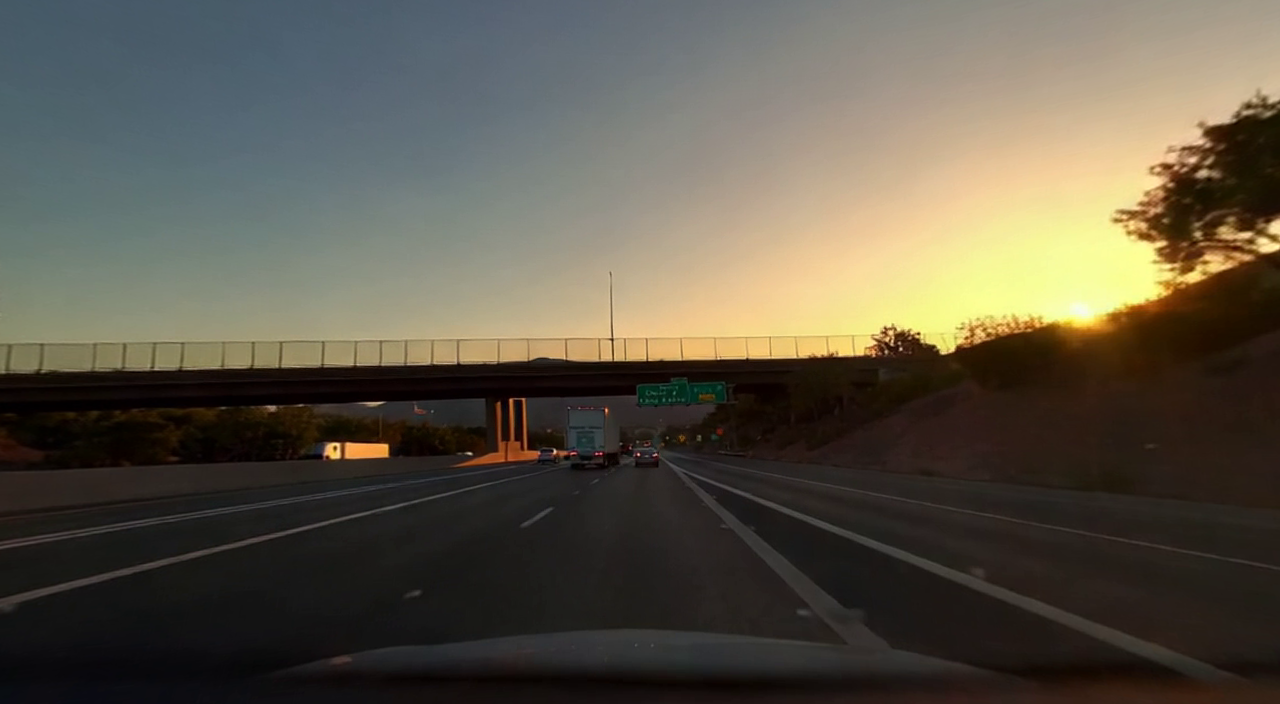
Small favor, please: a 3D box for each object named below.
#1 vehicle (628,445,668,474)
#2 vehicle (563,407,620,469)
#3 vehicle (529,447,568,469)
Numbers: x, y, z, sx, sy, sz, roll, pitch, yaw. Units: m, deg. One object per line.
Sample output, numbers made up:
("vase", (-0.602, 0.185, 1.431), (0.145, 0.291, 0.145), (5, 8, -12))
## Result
("vehicle", (0.394, 5.865, 34.688), (2.066, 1.469, 4.050), (0, -9, 0))
("vehicle", (-3.300, 6.377, 46.253), (3.053, 3.948, 11.288), (0, -9, 1))
("vehicle", (-6.717, 7.833, 46.732), (1.996, 1.495, 4.671), (-1, -9, 3))
